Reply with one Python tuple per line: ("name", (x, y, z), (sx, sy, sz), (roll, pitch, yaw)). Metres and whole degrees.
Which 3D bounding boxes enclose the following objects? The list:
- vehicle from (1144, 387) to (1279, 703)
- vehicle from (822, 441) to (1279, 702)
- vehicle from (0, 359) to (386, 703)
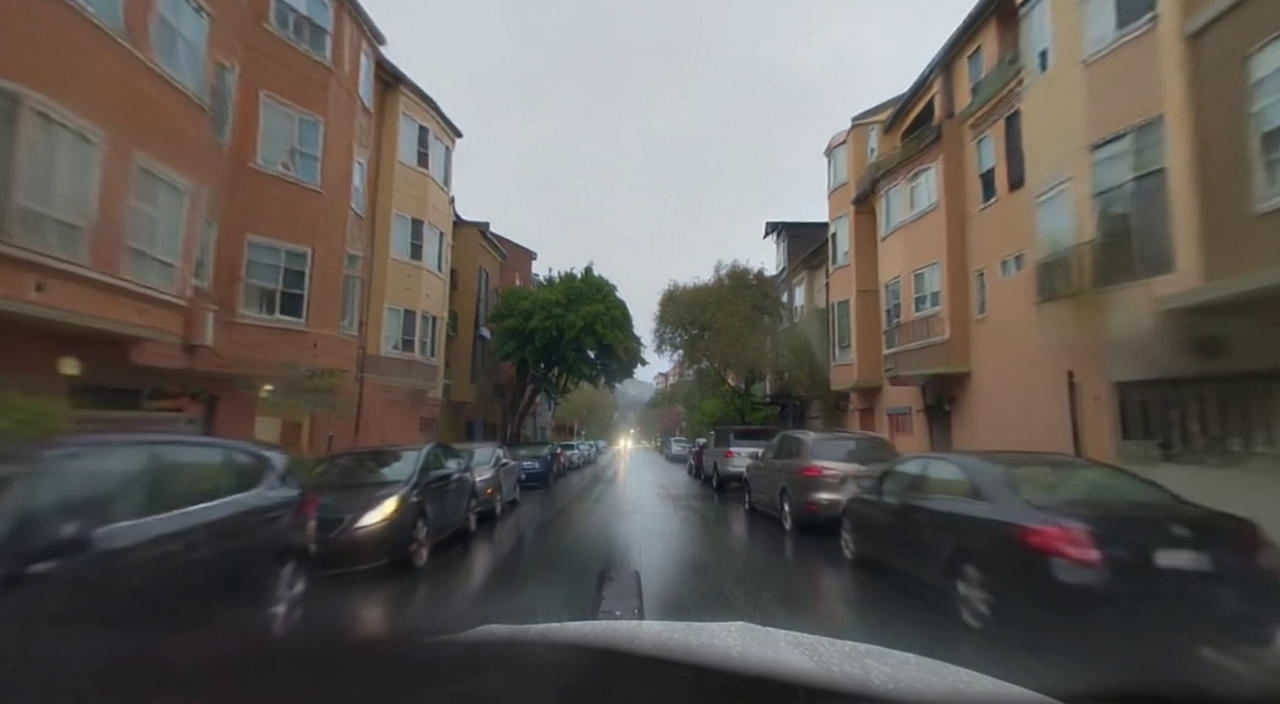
("vehicle", (3.360, 0.812, 0.616), (1.968, 1.595, 4.543), (7, -8, -2))
("vehicle", (3.205, 1.532, 5.626), (1.809, 1.444, 3.882), (0, -8, -3))
("vehicle", (-3.180, 1.084, 3.124), (2.081, 1.679, 4.506), (-3, -9, -1))
